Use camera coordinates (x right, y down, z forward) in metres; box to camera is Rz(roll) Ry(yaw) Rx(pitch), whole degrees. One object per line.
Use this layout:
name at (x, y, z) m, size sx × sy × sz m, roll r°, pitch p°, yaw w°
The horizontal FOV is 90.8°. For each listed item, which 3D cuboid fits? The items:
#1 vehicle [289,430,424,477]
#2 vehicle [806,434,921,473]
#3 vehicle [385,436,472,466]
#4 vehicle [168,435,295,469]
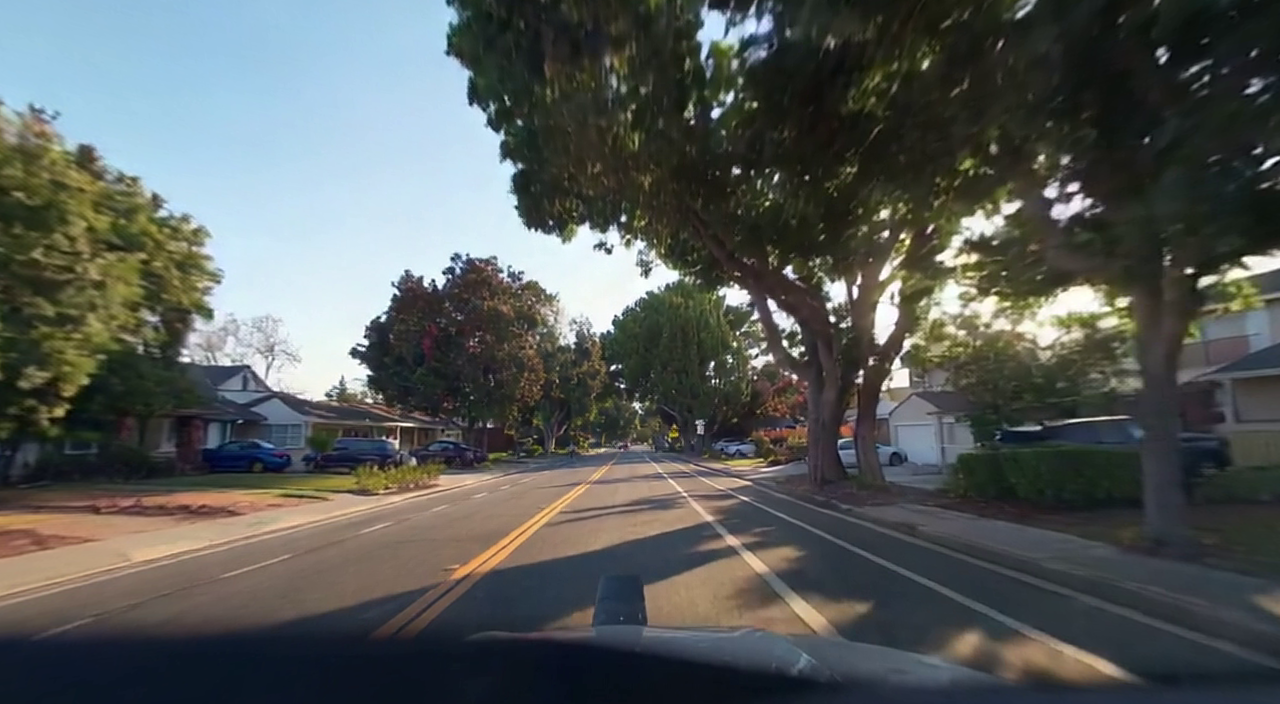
vehicle at (-12.459, 4.474, 27.991) m, size 5.009 × 1.880 × 1.961 m, roll -1°, pitch -8°, yaw 1°
vehicle at (10.740, 4.899, 30.571) m, size 4.751 × 1.518 × 1.885 m, roll -4°, pitch -8°, yaw -1°
vehicle at (-12.792, 6.019, 38.442) m, size 4.549 × 1.802 × 2.081 m, roll 0°, pitch -9°, yaw 2°
vehicle at (-18.871, 4.669, 29.367) m, size 4.351 × 1.488 × 2.114 m, roll 1°, pitch -9°, yaw -3°
